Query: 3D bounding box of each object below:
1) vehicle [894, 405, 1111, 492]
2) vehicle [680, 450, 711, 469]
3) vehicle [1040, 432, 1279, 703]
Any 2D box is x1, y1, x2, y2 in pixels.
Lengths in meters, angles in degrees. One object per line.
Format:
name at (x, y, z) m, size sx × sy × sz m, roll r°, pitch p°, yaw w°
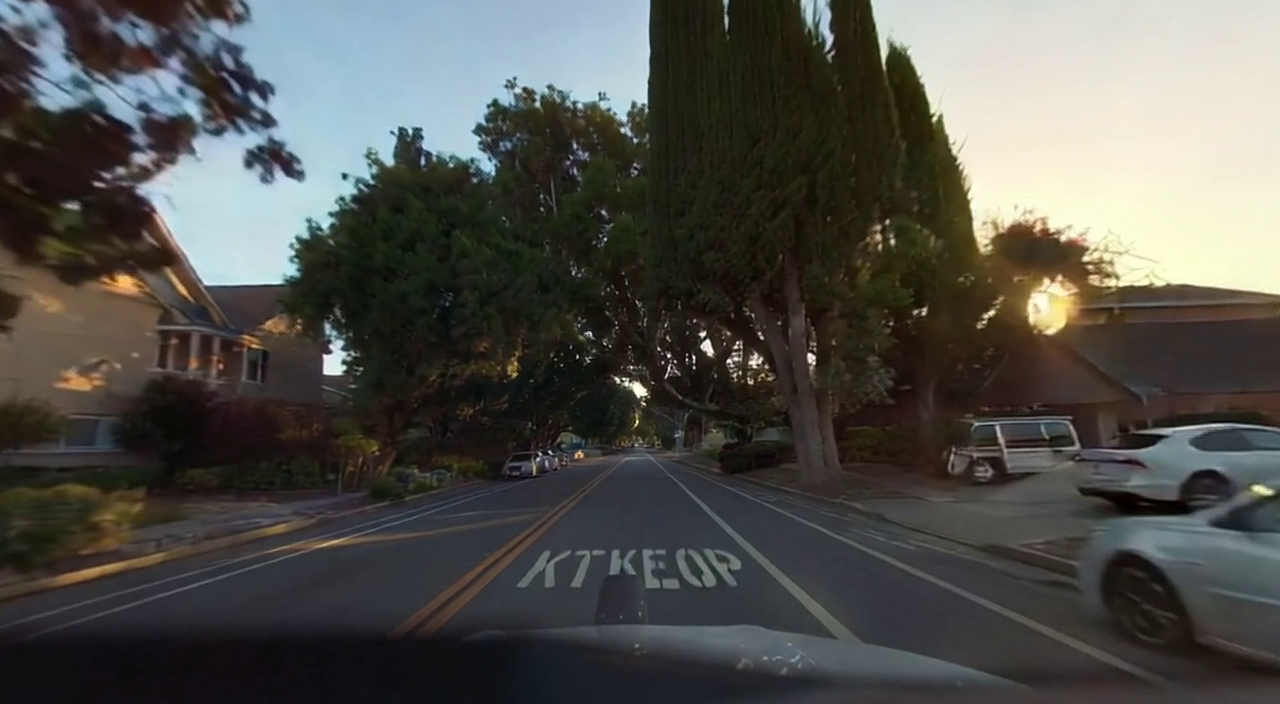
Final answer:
vehicle at (10.930, 2.953, 19.416) m, size 5.148 × 1.978 × 2.126 m, roll -6°, pitch -8°, yaw 2°
vehicle at (4.069, 7.921, 46.732) m, size 1.855 × 1.338 × 3.872 m, roll 0°, pitch -9°, yaw -1°
vehicle at (4.224, 1.123, 2.807) m, size 1.988 × 1.537 × 4.350 m, roll 0°, pitch -9°, yaw -1°
